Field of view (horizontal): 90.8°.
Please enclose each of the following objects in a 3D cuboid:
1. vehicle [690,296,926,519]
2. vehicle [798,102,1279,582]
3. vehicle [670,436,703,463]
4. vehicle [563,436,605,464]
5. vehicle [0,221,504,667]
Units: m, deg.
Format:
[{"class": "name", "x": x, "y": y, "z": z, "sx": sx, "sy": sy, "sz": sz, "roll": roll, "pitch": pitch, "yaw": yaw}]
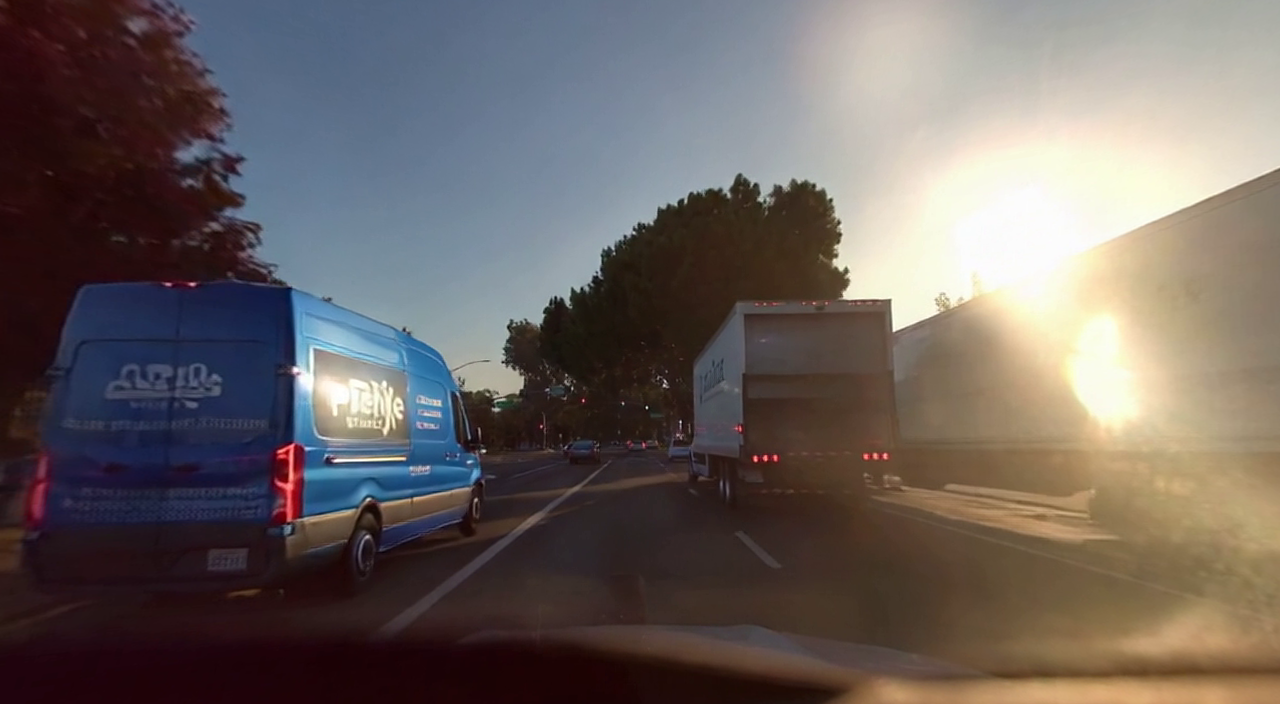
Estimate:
[{"class": "vehicle", "x": 2.997, "y": 1.574, "z": 14.873, "sx": 2.861, "sy": 3.525, "sz": 9.858, "roll": 0, "pitch": -9, "yaw": 0}, {"class": "vehicle", "x": 6.902, "y": 0.907, "z": 12.128, "sx": 2.941, "sy": 4.060, "sz": 16.879, "roll": -4, "pitch": -9, "yaw": -1}, {"class": "vehicle", "x": 3.012, "y": 6.442, "z": 41.773, "sx": 1.869, "sy": 1.616, "sz": 4.346, "roll": 0, "pitch": -9, "yaw": 0}, {"class": "vehicle", "x": -3.720, "y": 6.677, "z": 43.092, "sx": 2.356, "sy": 1.766, "sz": 5.674, "roll": 0, "pitch": -9, "yaw": 0}, {"class": "vehicle", "x": -3.547, "y": 1.001, "z": 7.211, "sx": 2.443, "sy": 2.784, "sz": 6.493, "roll": 0, "pitch": -9, "yaw": 1}]
